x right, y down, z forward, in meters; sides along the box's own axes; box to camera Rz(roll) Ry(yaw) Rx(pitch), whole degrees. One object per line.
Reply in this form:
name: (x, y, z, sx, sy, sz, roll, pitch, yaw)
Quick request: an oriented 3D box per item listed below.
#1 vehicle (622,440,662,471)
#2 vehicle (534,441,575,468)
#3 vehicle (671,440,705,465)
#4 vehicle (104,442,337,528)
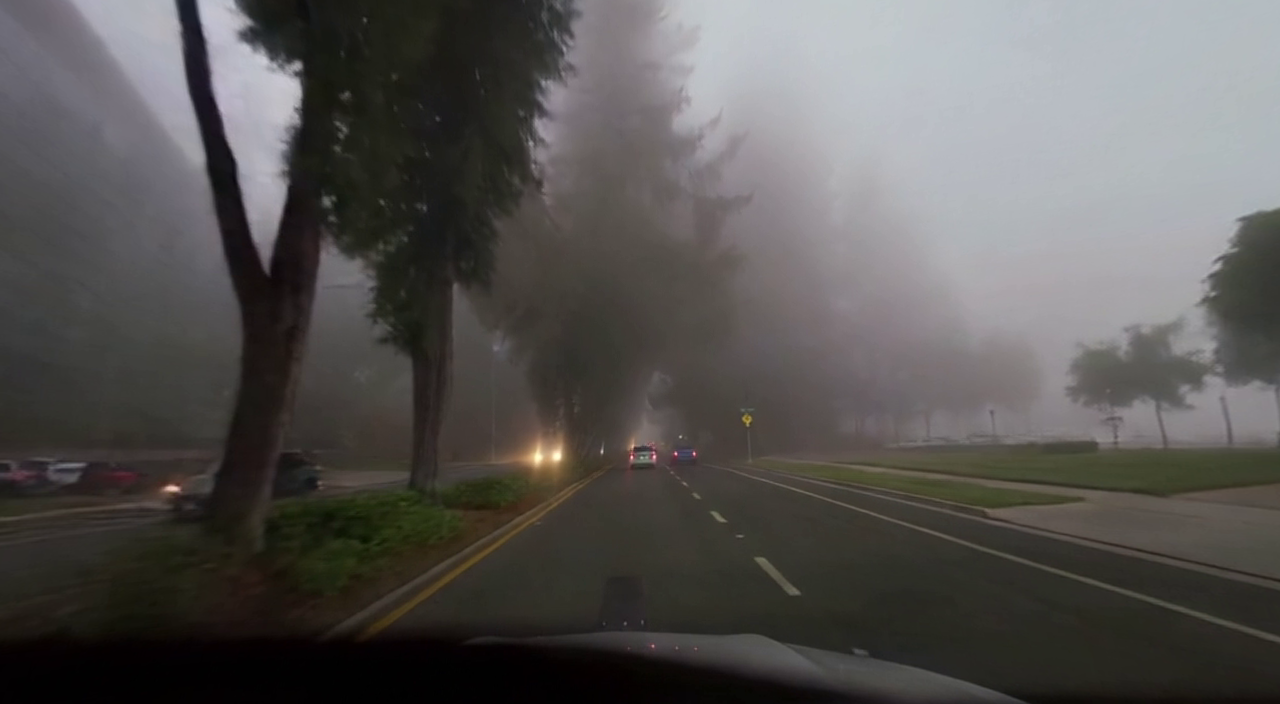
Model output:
vehicle: (0.151, 5.785, 35.362, 2.109, 1.612, 3.963, 0, -8, 1)
vehicle: (-6.102, 7.366, 45.582, 2.247, 1.825, 4.618, 0, -8, 1)
vehicle: (3.498, 7.419, 46.727, 2.189, 1.766, 4.495, 0, -8, 0)
vehicle: (-9.905, 3.120, 15.611, 2.064, 1.722, 5.226, 0, -8, 1)
